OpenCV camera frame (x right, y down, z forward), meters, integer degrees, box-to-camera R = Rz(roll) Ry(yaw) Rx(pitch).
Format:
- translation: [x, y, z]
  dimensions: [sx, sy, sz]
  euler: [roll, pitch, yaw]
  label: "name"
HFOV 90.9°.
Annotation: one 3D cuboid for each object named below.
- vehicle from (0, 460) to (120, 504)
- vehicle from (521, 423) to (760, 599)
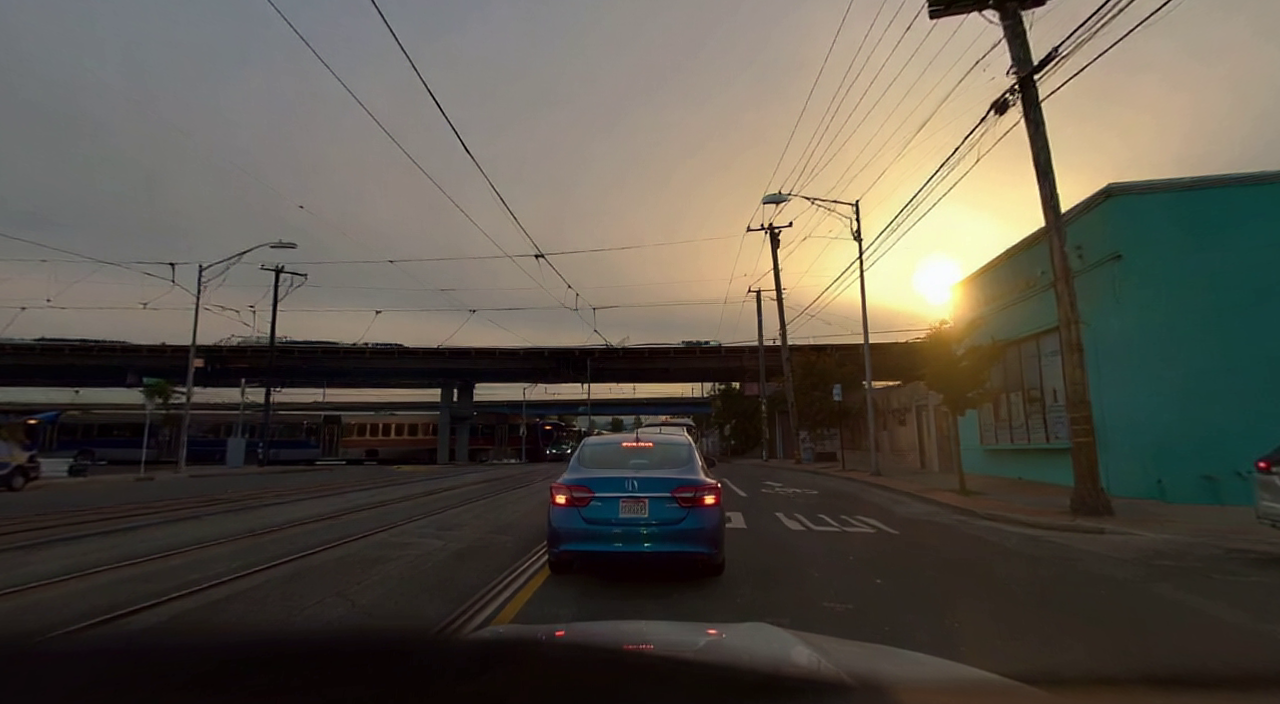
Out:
- translation: [-21.922, 4.680, 22.846]
  dimensions: [4.566, 1.453, 1.935]
  euler: [-1, -9, 5]
  label: "vehicle"
- translation: [0.091, 1.707, 7.617]
  dimensions: [2.090, 1.518, 4.033]
  euler: [-1, -9, 3]
  label: "vehicle"
